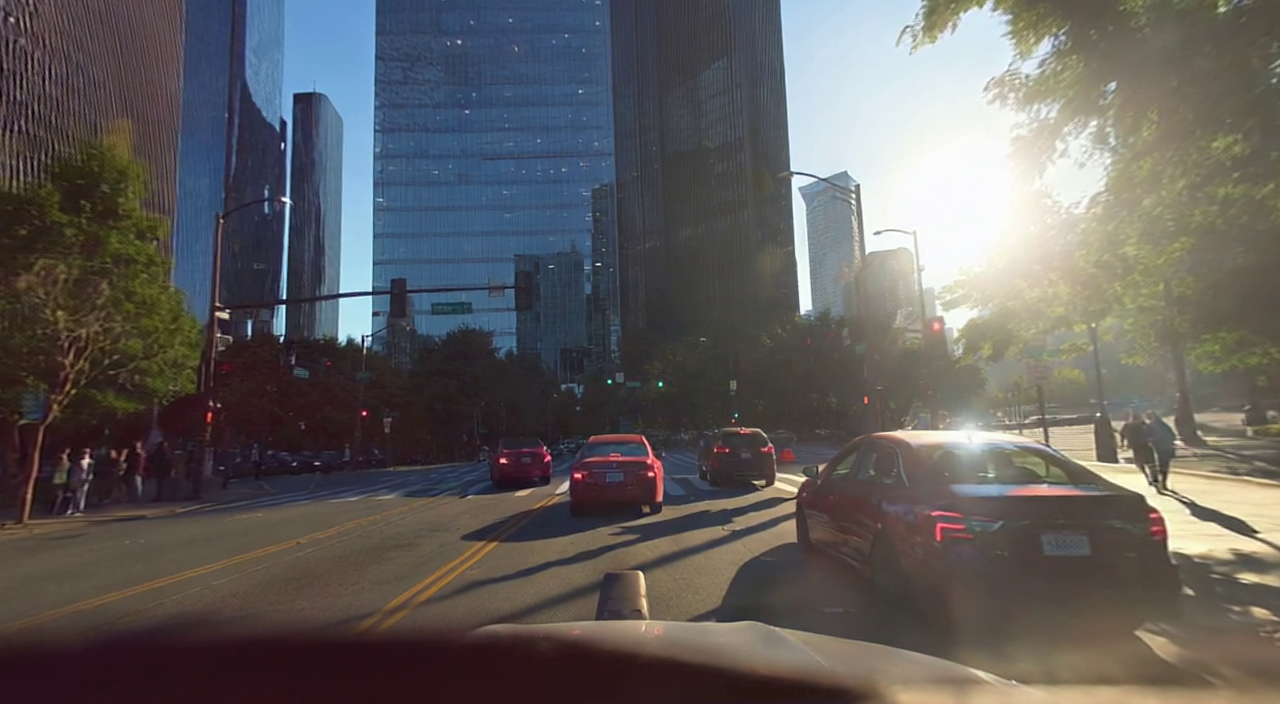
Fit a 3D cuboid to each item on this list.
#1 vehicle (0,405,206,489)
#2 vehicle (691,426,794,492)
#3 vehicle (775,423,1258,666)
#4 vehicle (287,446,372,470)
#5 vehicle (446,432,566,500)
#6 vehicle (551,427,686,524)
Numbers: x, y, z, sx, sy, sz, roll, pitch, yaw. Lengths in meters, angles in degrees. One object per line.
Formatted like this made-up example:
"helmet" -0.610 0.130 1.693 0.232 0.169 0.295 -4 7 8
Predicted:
"vehicle" -25.647 4.344 28.814 8.989 3.623 2.884 0 -8 -2
"vehicle" 2.878 3.144 18.791 2.234 1.723 4.486 0 -8 -1
"vehicle" 2.756 1.482 5.971 1.952 1.464 4.165 0 -8 -1
"vehicle" -19.304 6.565 39.060 4.531 1.427 1.957 -2 -9 16
"vehicle" -3.234 2.853 16.137 2.068 1.513 4.221 0 -8 1
"vehicle" -0.362 2.205 11.739 2.072 1.476 4.078 0 -8 -1
